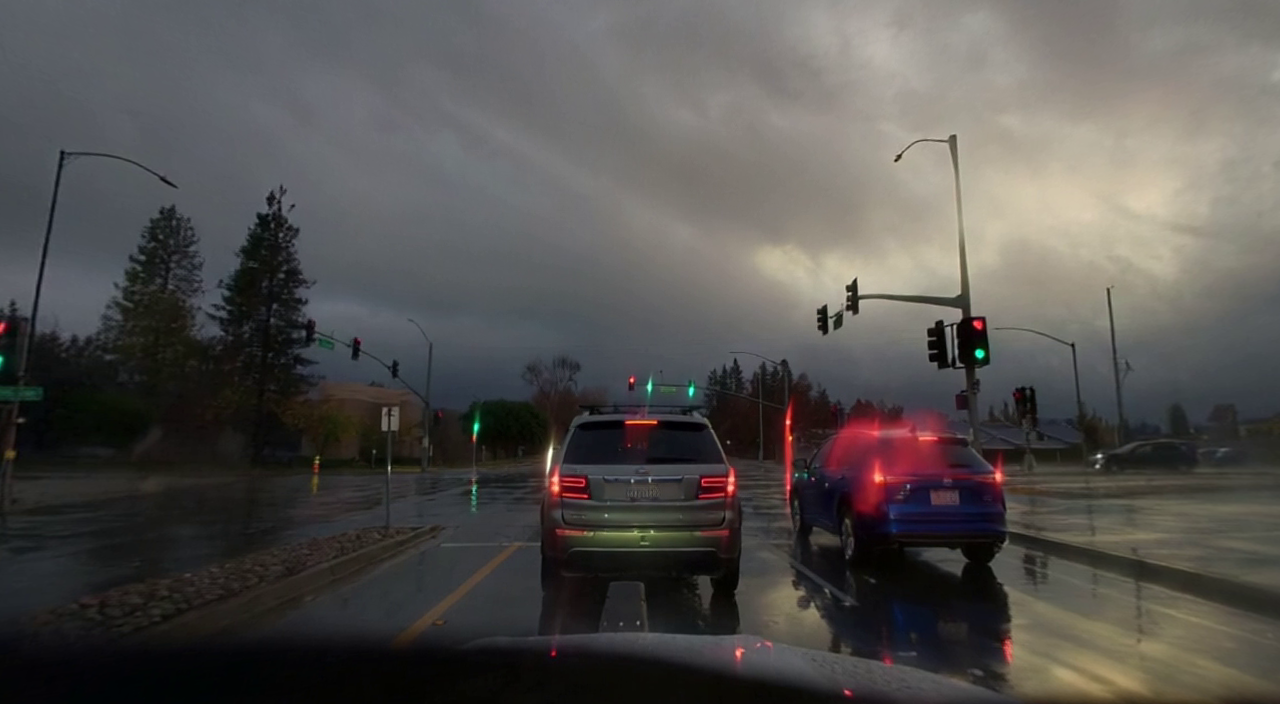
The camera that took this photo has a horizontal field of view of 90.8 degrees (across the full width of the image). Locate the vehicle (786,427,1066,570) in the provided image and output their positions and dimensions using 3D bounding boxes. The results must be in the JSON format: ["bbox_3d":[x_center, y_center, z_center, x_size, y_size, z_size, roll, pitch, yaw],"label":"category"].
[{"bbox_3d":[3.521,1.860,8.851,1.861,1.495,4.215,0,-8,-1],"label":"vehicle"}]

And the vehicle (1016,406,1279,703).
[{"bbox_3d":[3.159,0.817,1.427,1.924,1.466,4.461,0,-8,1],"label":"vehicle"}]

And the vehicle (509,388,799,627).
[{"bbox_3d":[0.101,1.497,7.060,2.170,1.793,4.468,0,-8,0],"label":"vehicle"}]
